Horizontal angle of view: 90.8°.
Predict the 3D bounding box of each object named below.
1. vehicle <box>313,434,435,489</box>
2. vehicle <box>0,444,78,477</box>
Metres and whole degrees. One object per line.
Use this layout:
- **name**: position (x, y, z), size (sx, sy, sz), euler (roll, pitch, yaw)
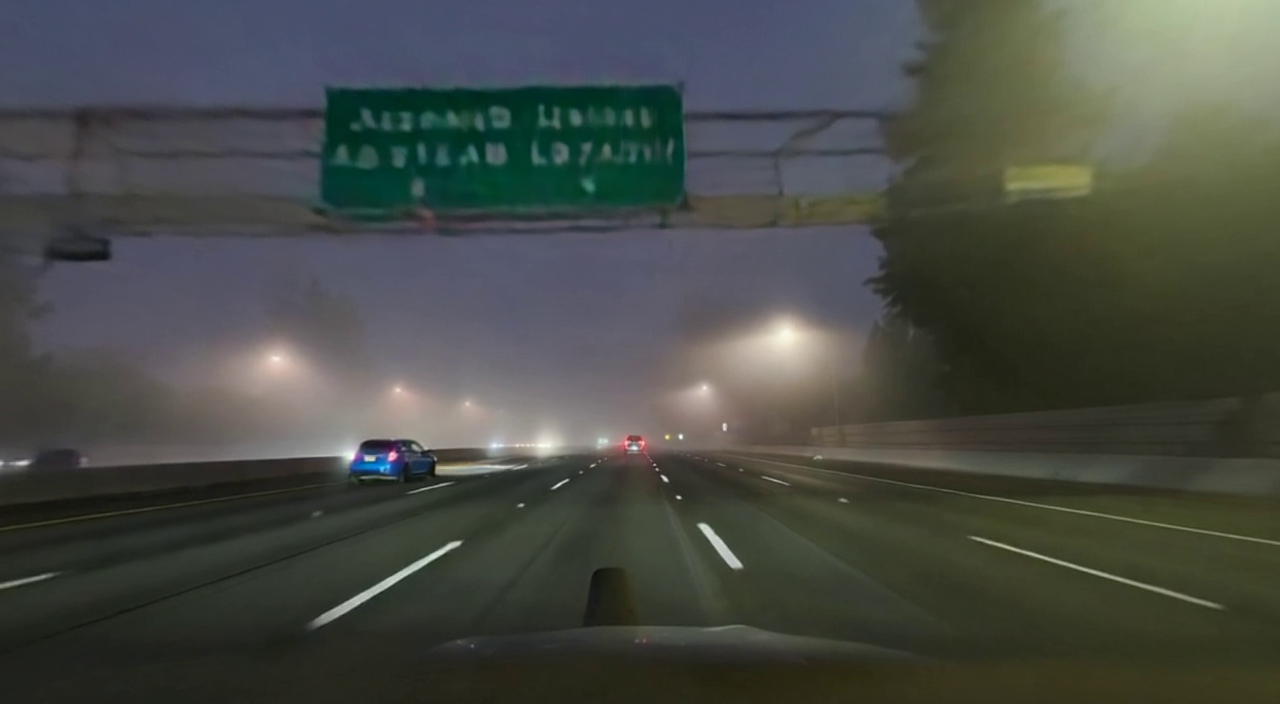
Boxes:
- **vehicle**: position (-8.361, 3.478, 20.390), size (1.971, 1.552, 4.465), euler (0, -9, 0)
- **vehicle**: position (-36.249, 6.210, 36.374), size (2.363, 1.746, 5.748), euler (0, -9, 1)
